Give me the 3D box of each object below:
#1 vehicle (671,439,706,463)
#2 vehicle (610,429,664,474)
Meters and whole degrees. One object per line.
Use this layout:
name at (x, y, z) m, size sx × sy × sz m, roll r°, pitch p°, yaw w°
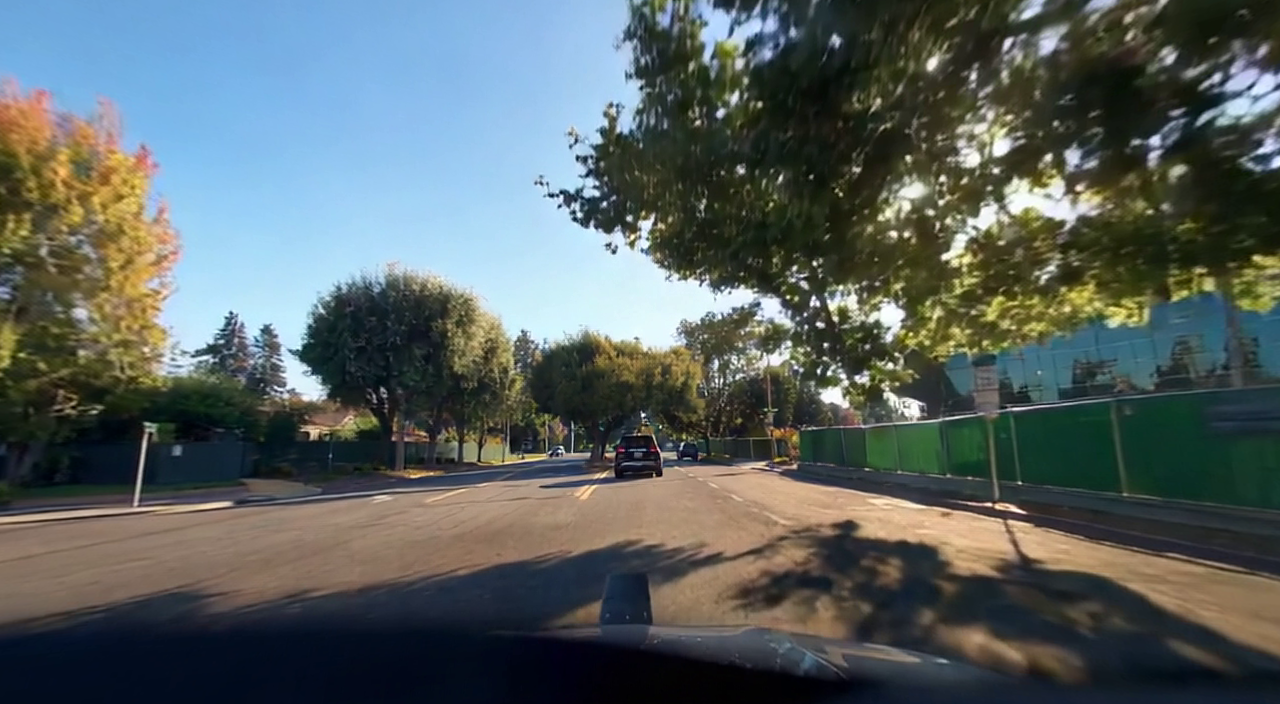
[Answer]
vehicle at (3.620, 7.495, 48.033) m, size 2.138 × 1.699 × 4.852 m, roll 0°, pitch -8°, yaw -2°
vehicle at (-0.148, 4.770, 30.339) m, size 2.386 × 1.947 × 4.168 m, roll 0°, pitch -8°, yaw 0°
